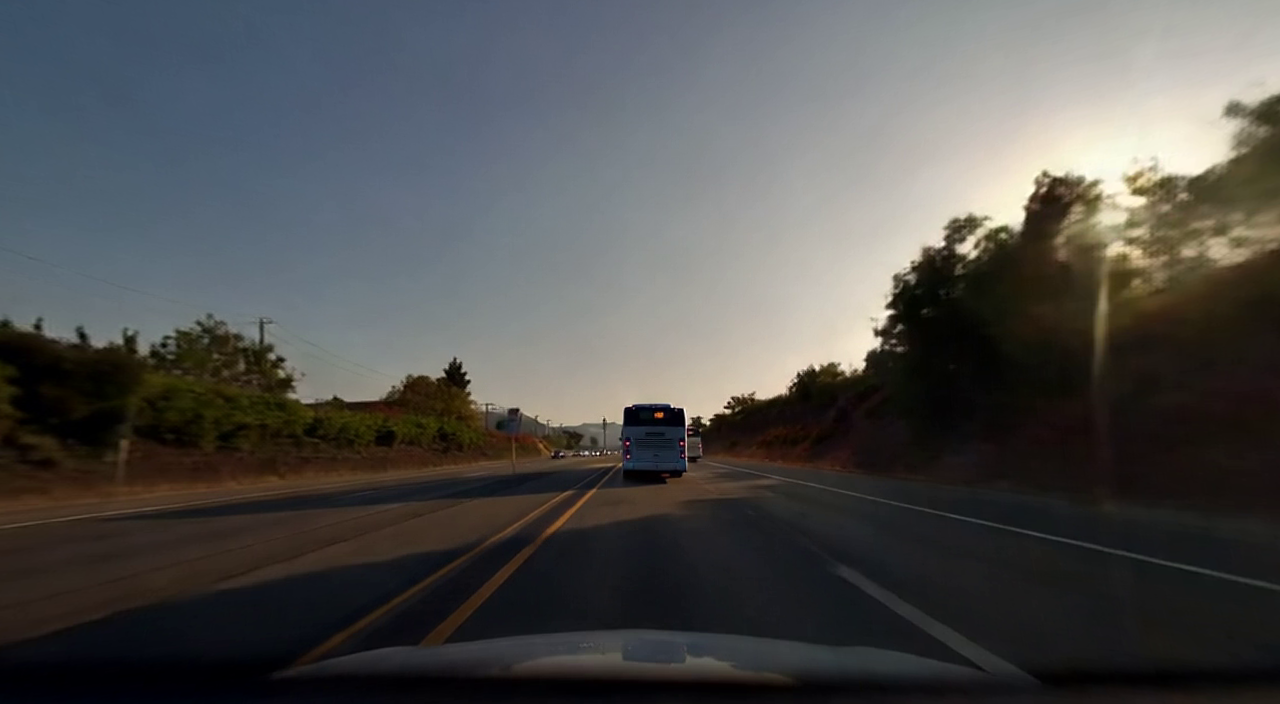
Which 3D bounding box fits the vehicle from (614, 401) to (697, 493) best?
[{"bbox_3d":[0.385,3.214,21.290,2.414,2.675,5.574,0,-9,-1],"label":"vehicle"}]
